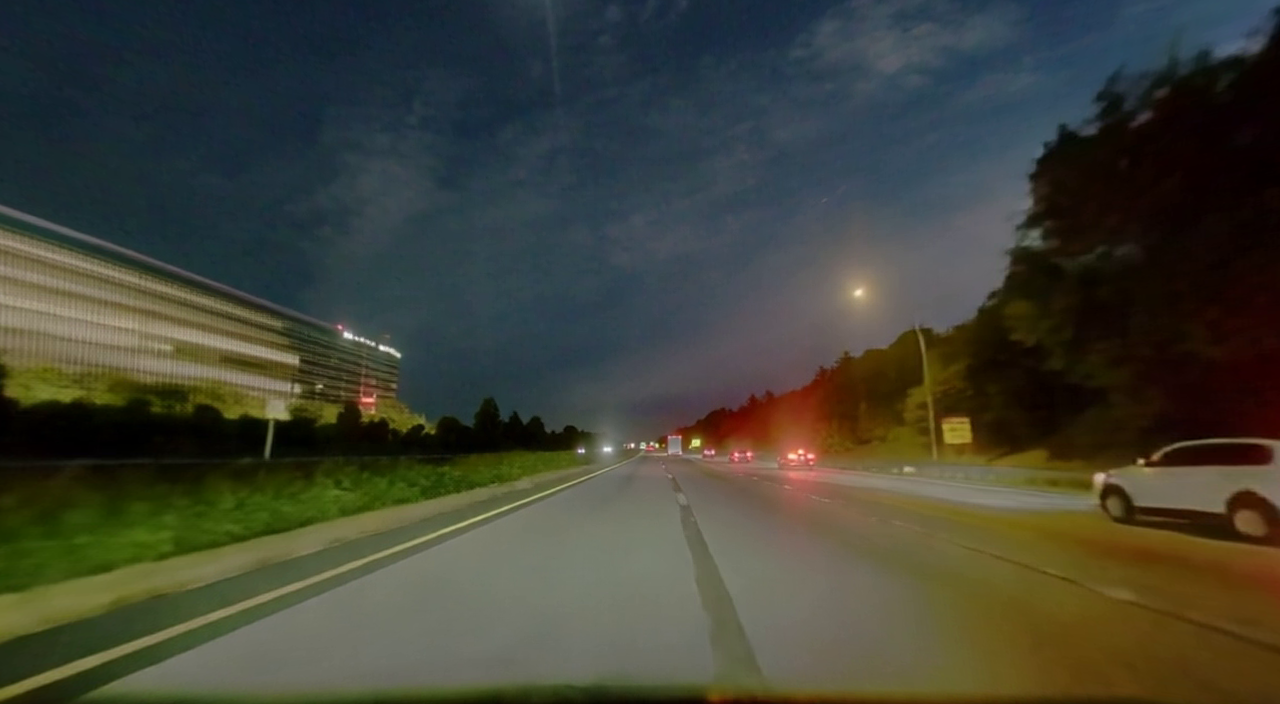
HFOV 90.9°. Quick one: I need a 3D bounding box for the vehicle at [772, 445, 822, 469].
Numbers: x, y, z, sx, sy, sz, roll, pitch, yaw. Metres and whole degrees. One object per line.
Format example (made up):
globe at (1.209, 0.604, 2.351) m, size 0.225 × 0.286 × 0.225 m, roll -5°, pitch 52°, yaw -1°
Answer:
vehicle at (11.449, 7.703, 46.300) m, size 2.127 × 1.646 × 4.926 m, roll 1°, pitch -9°, yaw -4°
